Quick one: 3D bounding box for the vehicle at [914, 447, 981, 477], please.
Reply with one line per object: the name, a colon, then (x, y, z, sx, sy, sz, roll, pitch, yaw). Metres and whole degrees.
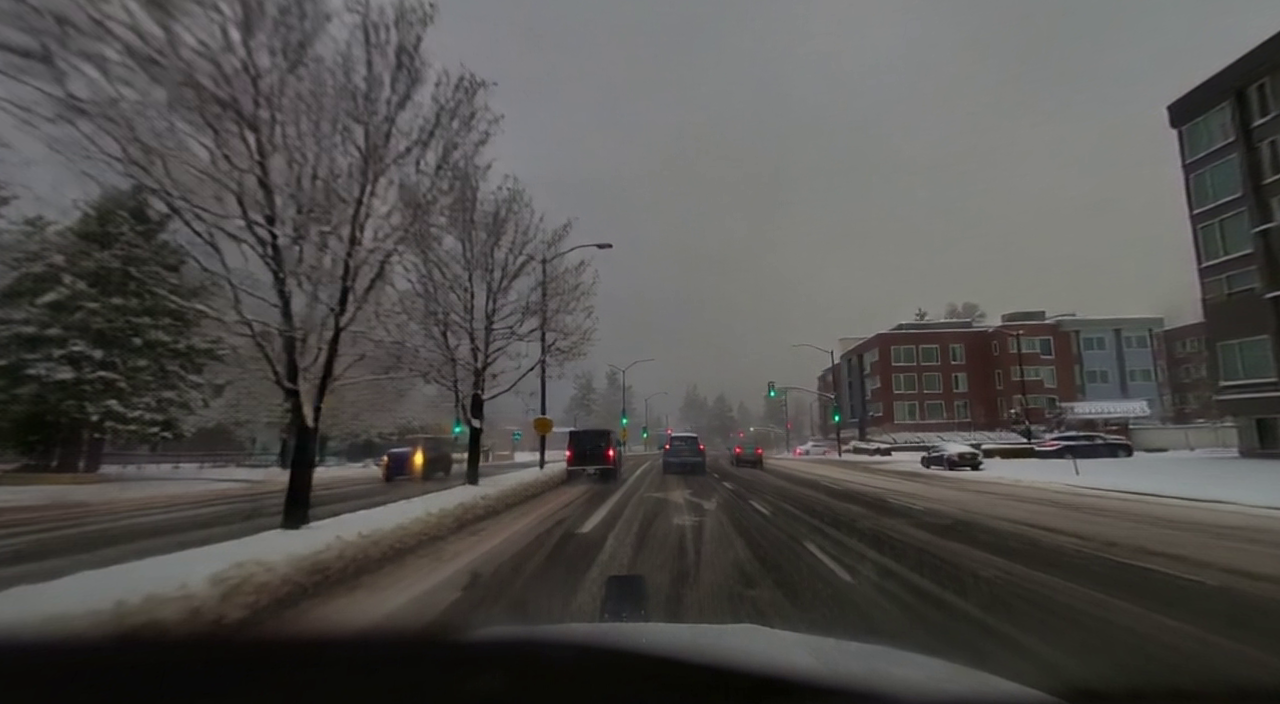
vehicle: (15.842, 5.654, 32.674, 1.706, 1.474, 3.761, -1, -8, 3)

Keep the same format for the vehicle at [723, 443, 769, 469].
vehicle: (6.350, 6.247, 38.182, 2.075, 1.486, 4.316, 0, -8, 1)

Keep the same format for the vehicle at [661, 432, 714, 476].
vehicle: (2.080, 4.610, 28.628, 2.222, 1.841, 4.031, -1, -8, 2)

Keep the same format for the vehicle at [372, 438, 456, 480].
vehicle: (-10.355, 4.926, 29.352, 2.098, 1.760, 4.654, 0, -8, 1)

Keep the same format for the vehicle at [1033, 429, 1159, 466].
vehicle: (24.869, 5.234, 34.580, 5.050, 1.756, 2.206, -3, -9, 4)

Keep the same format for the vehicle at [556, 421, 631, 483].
vehicle: (-1.643, 3.839, 24.382, 2.396, 2.143, 4.824, 0, -8, 2)
